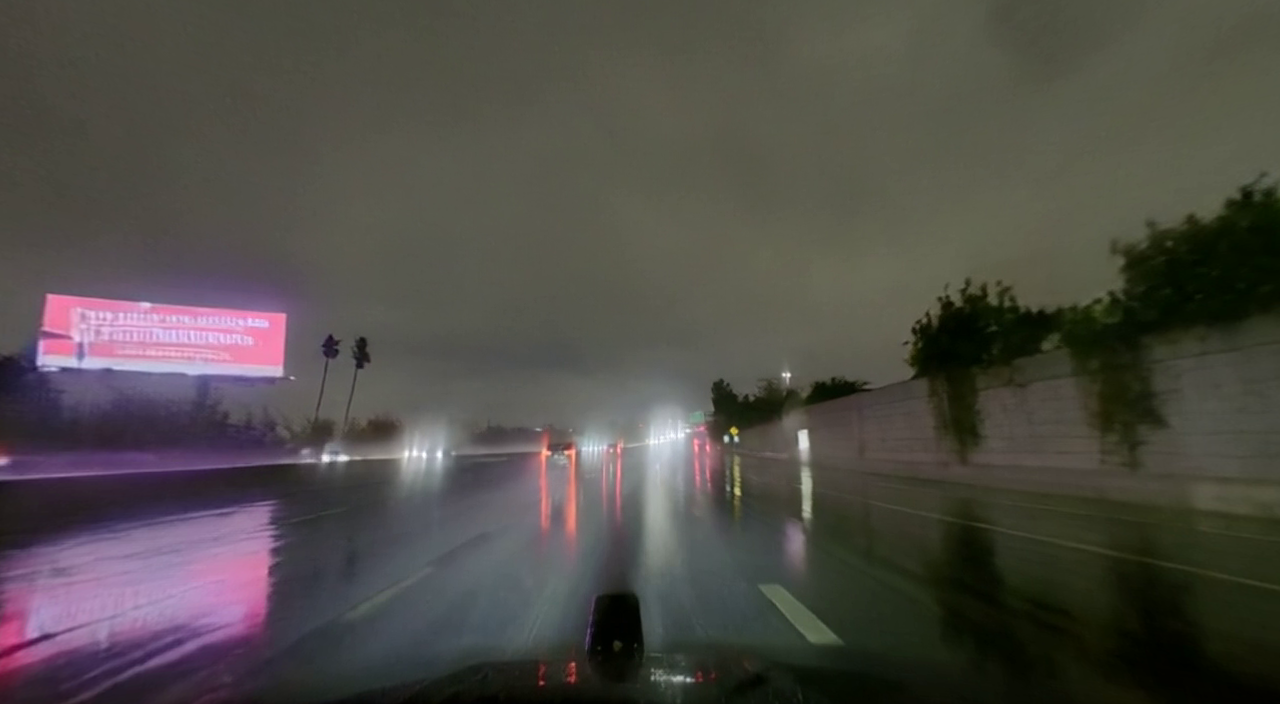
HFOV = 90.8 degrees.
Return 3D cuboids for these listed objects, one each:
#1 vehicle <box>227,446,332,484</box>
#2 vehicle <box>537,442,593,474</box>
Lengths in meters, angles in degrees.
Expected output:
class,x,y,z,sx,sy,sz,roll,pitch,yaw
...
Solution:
class,x,y,z,sx,sy,sz,roll,pitch,yaw
vehicle,-14.541,4.565,25.776,1.961,1.413,3.799,-1,-8,2
vehicle,-3.695,5.326,32.031,2.078,1.457,4.648,-1,-8,3
